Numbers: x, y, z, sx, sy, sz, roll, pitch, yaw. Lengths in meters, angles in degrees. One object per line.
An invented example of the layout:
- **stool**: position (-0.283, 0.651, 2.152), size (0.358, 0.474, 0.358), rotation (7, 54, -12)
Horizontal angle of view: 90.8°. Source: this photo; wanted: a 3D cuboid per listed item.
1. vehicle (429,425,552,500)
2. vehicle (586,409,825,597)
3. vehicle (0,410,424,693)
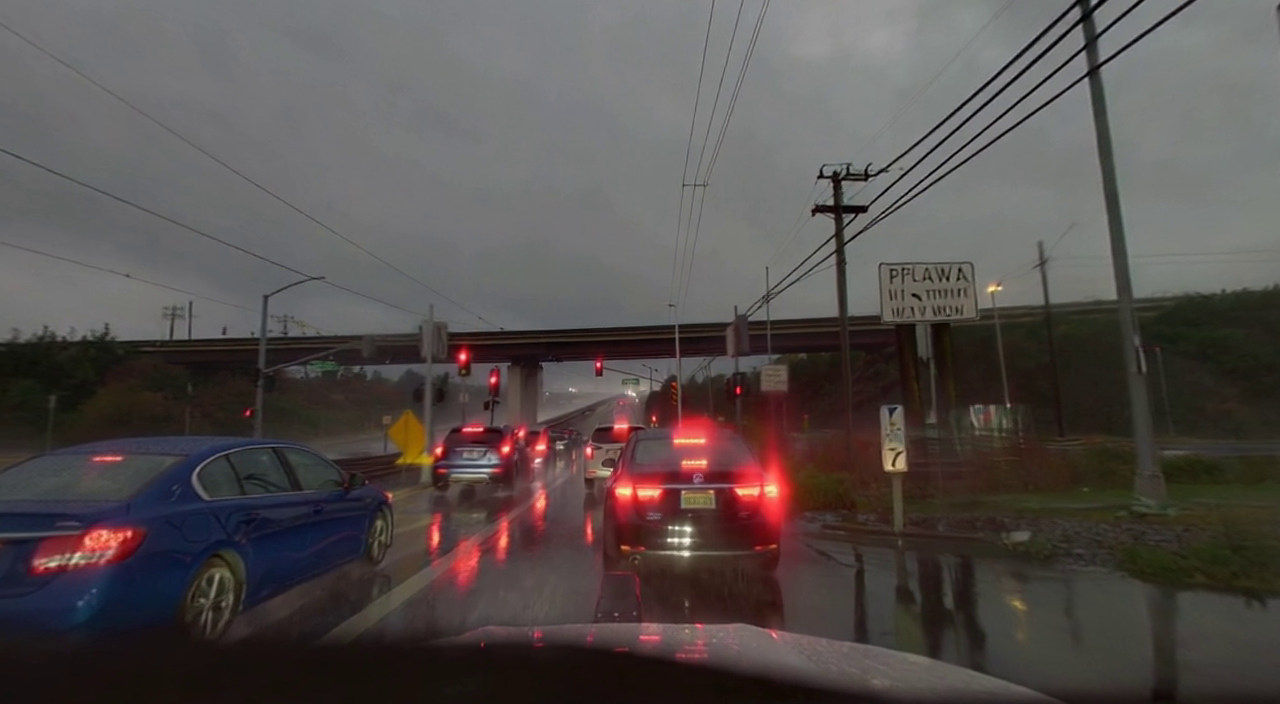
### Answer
- **vehicle**: position (-3.317, 2.552, 14.871), size (1.984, 1.505, 4.047), rotation (0, -8, -1)
- **vehicle**: position (0.432, 1.549, 7.297), size (1.998, 1.529, 3.960), rotation (1, -8, -3)
- **vehicle**: position (-3.691, 1.383, 5.653), size (1.956, 1.468, 4.585), rotation (0, -8, -1)
